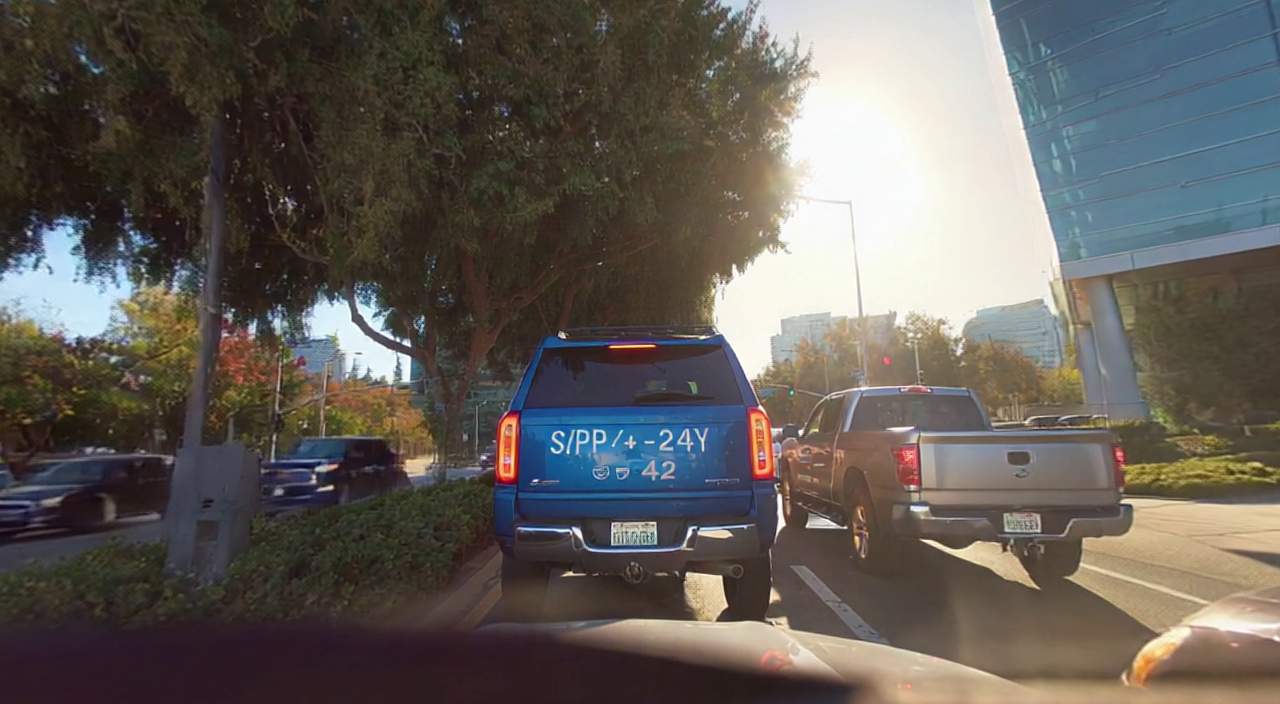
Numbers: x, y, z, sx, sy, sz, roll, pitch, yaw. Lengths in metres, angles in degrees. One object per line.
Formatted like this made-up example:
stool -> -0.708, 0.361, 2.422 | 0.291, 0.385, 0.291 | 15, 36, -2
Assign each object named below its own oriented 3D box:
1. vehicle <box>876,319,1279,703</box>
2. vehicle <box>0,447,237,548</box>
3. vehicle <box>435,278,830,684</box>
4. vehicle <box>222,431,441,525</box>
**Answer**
vehicle -> 3.079, 0.984, 3.469 | 2.022, 1.700, 4.410 | 0, -8, 3
vehicle -> -12.569, 3.416, 15.605 | 2.111, 1.917, 4.758 | -5, -8, -1
vehicle -> 0.011, 1.038, 5.946 | 2.267, 2.372, 4.366 | 0, -8, 2
vehicle -> -9.102, 3.798, 20.069 | 2.873, 2.199, 8.099 | -3, -9, 1
